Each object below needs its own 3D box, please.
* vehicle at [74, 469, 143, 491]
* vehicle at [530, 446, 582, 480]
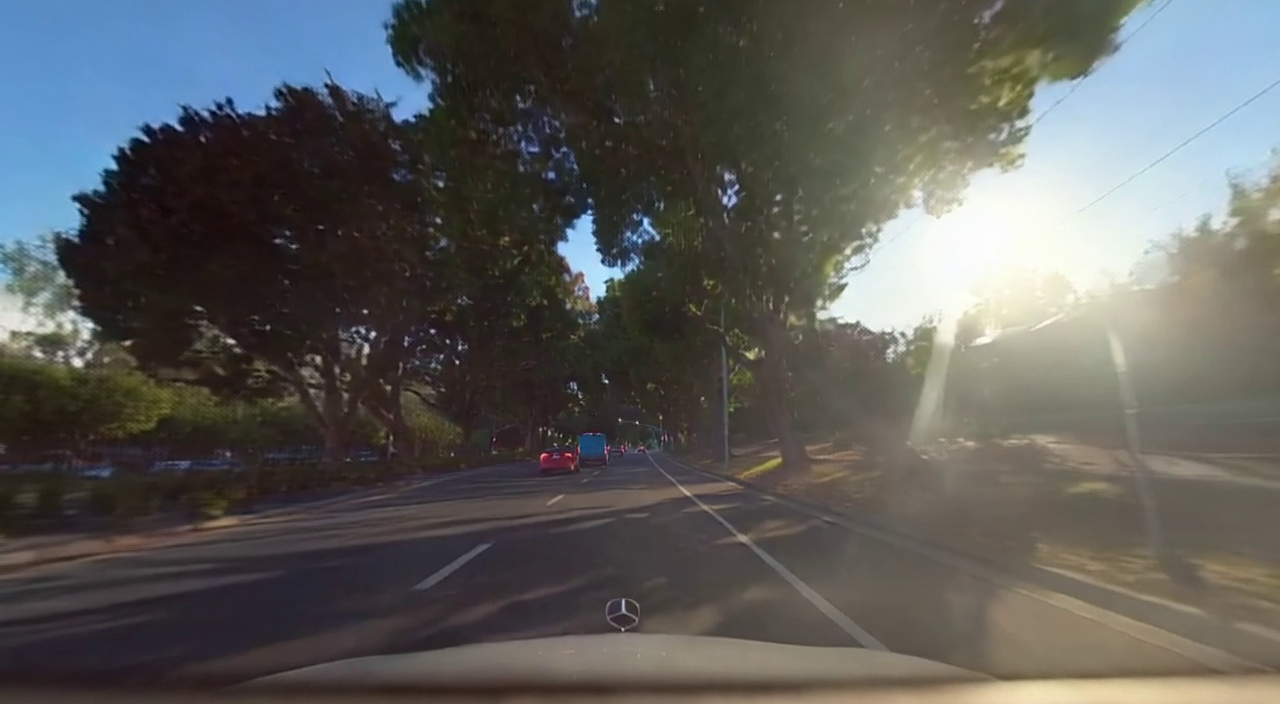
[{"bbox_3d":[-36.898,8.900,43.972,1.599,1.391,3.650,1,-10,0],"label":"vehicle"},{"bbox_3d":[-3.970,5.292,30.371,2.009,1.473,4.028,0,-9,-1],"label":"vehicle"}]
